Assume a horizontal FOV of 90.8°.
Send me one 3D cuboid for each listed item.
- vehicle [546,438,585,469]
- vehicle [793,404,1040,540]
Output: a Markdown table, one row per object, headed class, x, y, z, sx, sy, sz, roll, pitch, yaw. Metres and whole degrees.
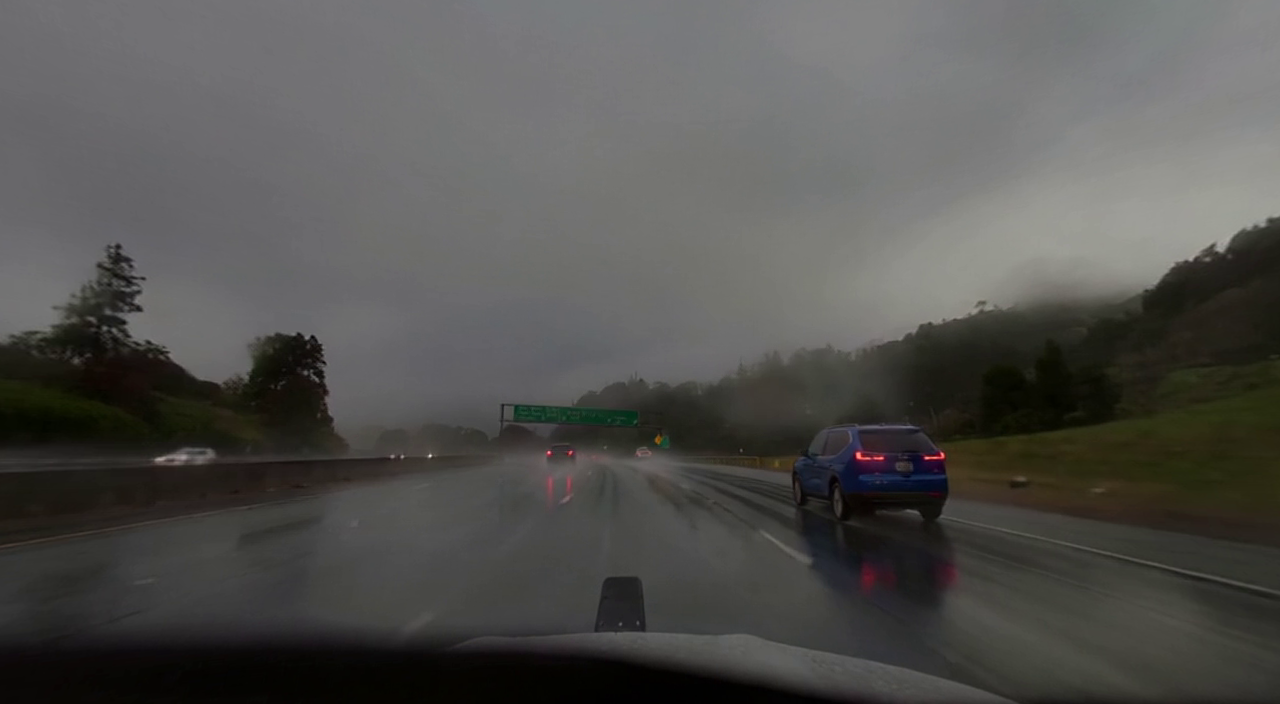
| class | x | y | z | sx | sy | sz | roll | pitch | yaw |
| --- | --- | --- | --- | --- | --- | --- | --- | --- | --- |
| vehicle | -5.456 | 7.535 | 46.887 | 2.537 | 2.121 | 5.251 | 0 | -9 | -3 |
| vehicle | 4.509 | 2.061 | 11.421 | 2.103 | 1.903 | 4.837 | 0 | -9 | -2 |
